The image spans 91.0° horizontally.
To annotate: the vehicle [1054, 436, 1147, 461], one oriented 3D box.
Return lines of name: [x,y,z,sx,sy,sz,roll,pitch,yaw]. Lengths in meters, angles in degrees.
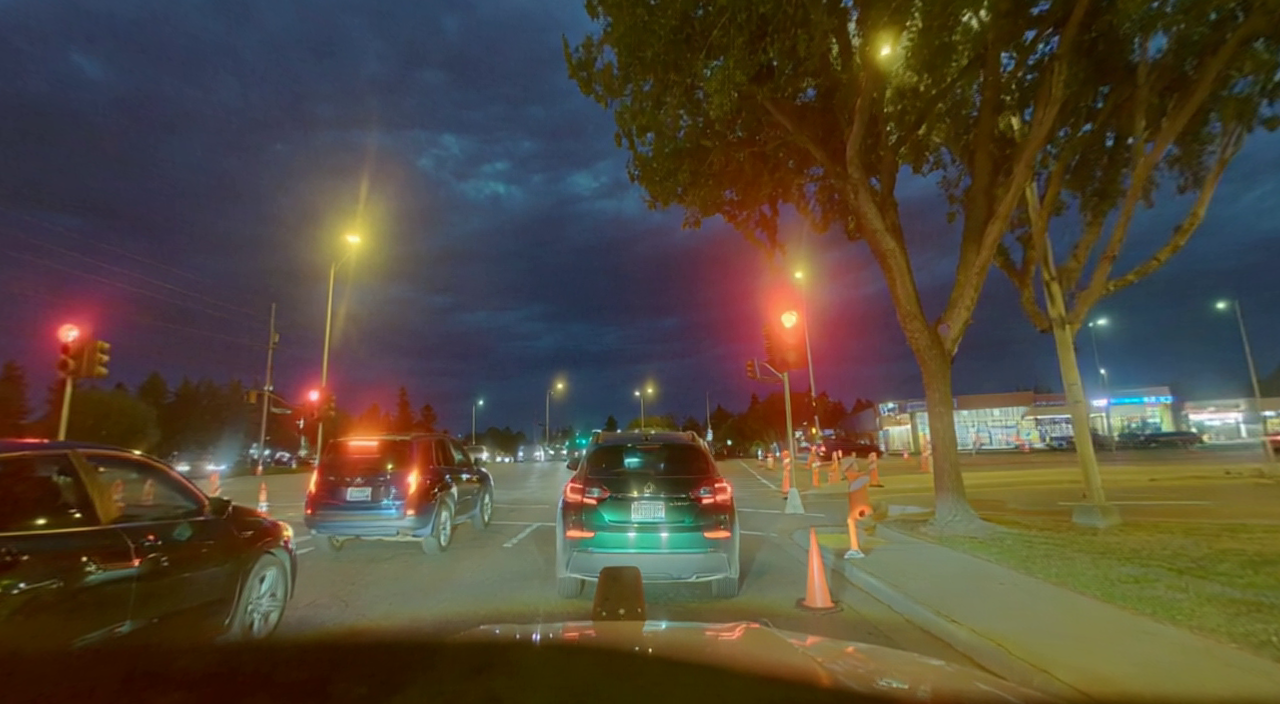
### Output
vehicle: [29.418,6.184,40.318,4.463,1.482,1.808,0,-9,1]

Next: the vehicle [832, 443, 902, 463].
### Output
vehicle: [17.033,7.590,47.336,4.581,1.480,1.752,1,-9,-1]

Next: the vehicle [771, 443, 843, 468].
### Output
vehicle: [10.805,6.723,41.000,4.380,1.492,1.837,-2,-9,13]

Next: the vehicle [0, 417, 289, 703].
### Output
vehicle: [-3.581,0.948,2.144,1.964,1.497,4.722,0,-9,1]

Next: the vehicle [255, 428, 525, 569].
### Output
vehicle: [-3.253,1.999,9.449,1.989,1.541,4.626,0,-9,2]

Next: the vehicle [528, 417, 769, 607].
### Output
vehicle: [0.118,1.628,7.210,2.021,1.560,3.676,0,-9,1]
